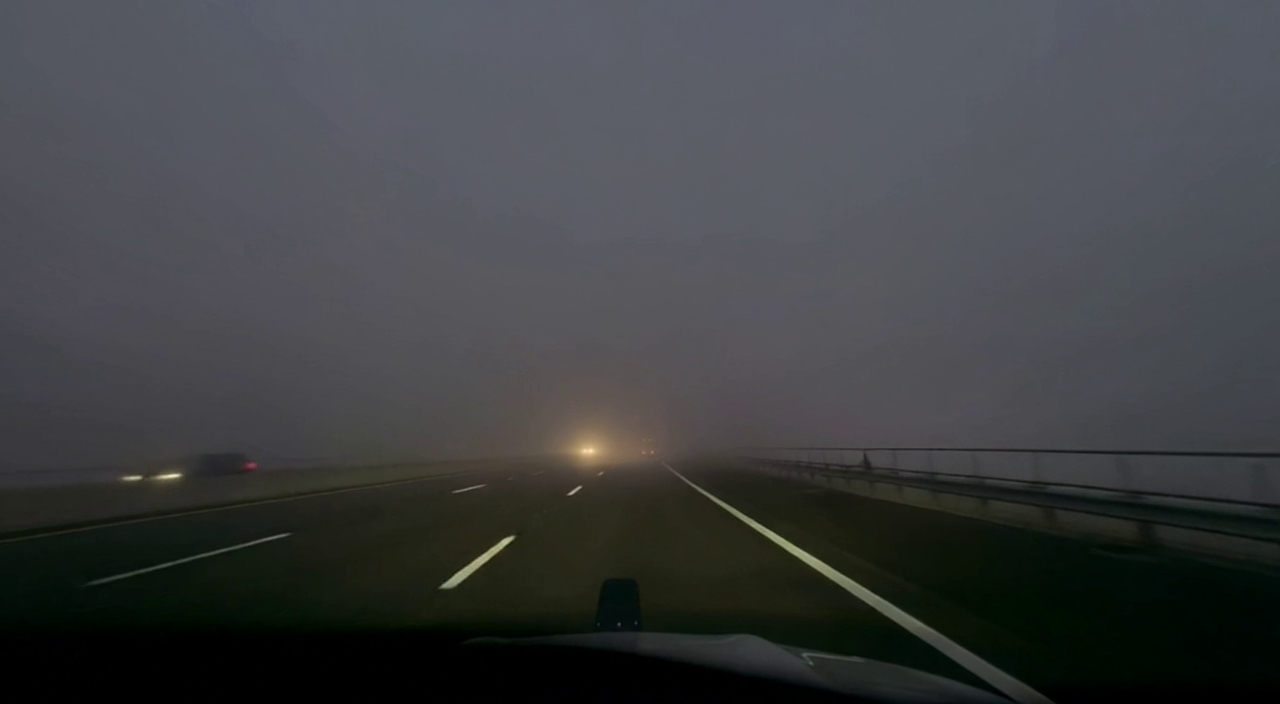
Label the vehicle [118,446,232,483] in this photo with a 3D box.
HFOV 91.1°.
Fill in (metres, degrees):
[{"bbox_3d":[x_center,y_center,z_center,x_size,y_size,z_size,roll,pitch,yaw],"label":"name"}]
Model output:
[{"bbox_3d":[-19.742,4.771,26.916,1.860,1.452,3.925,-1,-9,0],"label":"vehicle"}]
